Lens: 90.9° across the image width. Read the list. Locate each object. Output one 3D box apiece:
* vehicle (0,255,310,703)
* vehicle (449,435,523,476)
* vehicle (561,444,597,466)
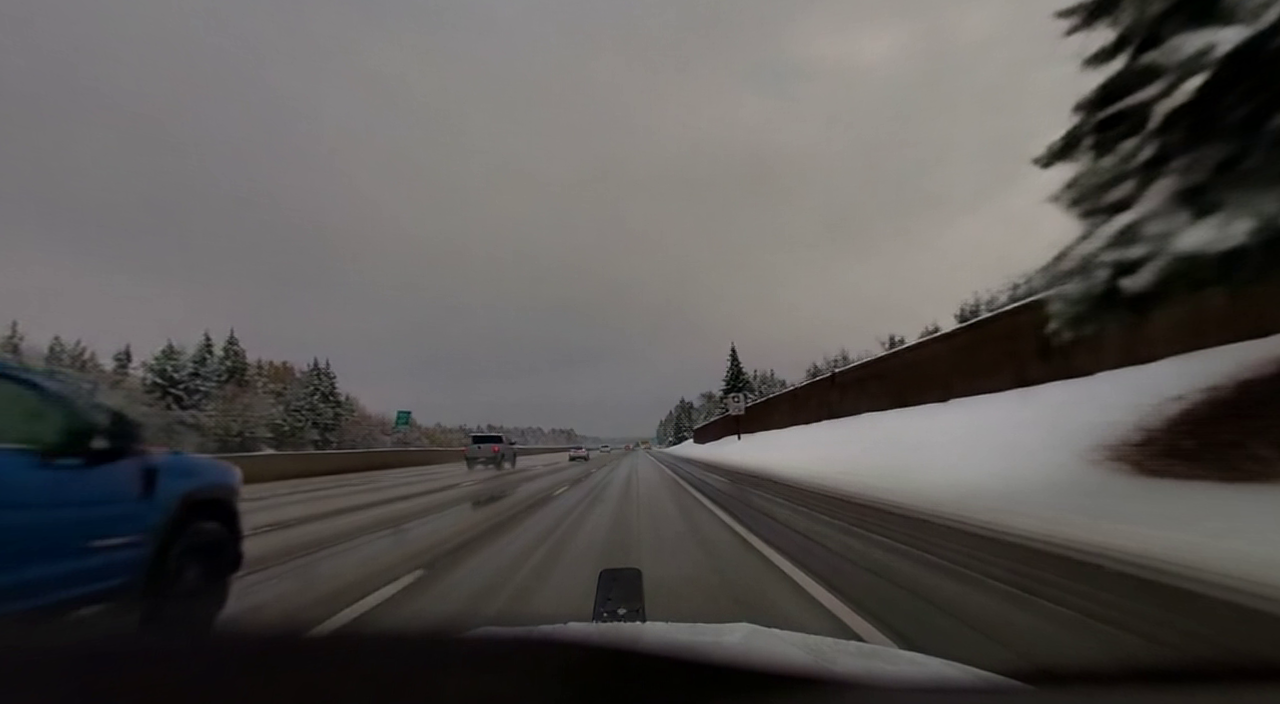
[{"bbox_3d":[-4.012,0.569,1.849,2.604,2.170,6.271,0,-9,1],"label":"vehicle"},{"bbox_3d":[-7.922,5.375,33.152,2.351,1.922,6.335,0,-9,0],"label":"vehicle"},{"bbox_3d":[-4.229,7.284,44.560,2.106,1.452,4.525,0,-9,0],"label":"vehicle"}]
